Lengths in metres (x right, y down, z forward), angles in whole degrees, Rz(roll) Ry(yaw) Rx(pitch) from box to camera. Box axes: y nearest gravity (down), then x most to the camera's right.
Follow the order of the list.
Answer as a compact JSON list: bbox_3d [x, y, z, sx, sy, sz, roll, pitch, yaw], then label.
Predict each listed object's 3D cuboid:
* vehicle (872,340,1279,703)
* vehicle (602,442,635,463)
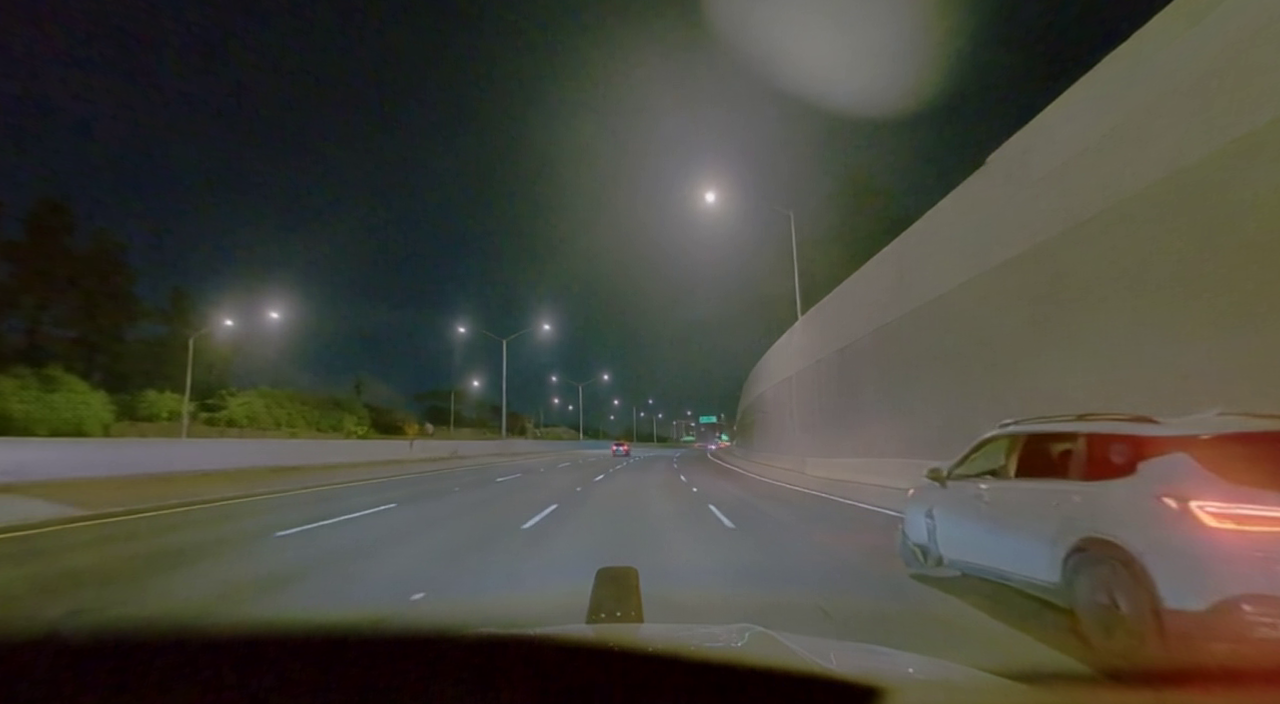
[{"bbox_3d":[3.487,1.099,4.327,2.090,1.715,4.228,0,-8,-1],"label":"vehicle"},{"bbox_3d":[-1.603,7.714,48.539,2.088,1.565,4.410,-1,-8,4],"label":"vehicle"}]
